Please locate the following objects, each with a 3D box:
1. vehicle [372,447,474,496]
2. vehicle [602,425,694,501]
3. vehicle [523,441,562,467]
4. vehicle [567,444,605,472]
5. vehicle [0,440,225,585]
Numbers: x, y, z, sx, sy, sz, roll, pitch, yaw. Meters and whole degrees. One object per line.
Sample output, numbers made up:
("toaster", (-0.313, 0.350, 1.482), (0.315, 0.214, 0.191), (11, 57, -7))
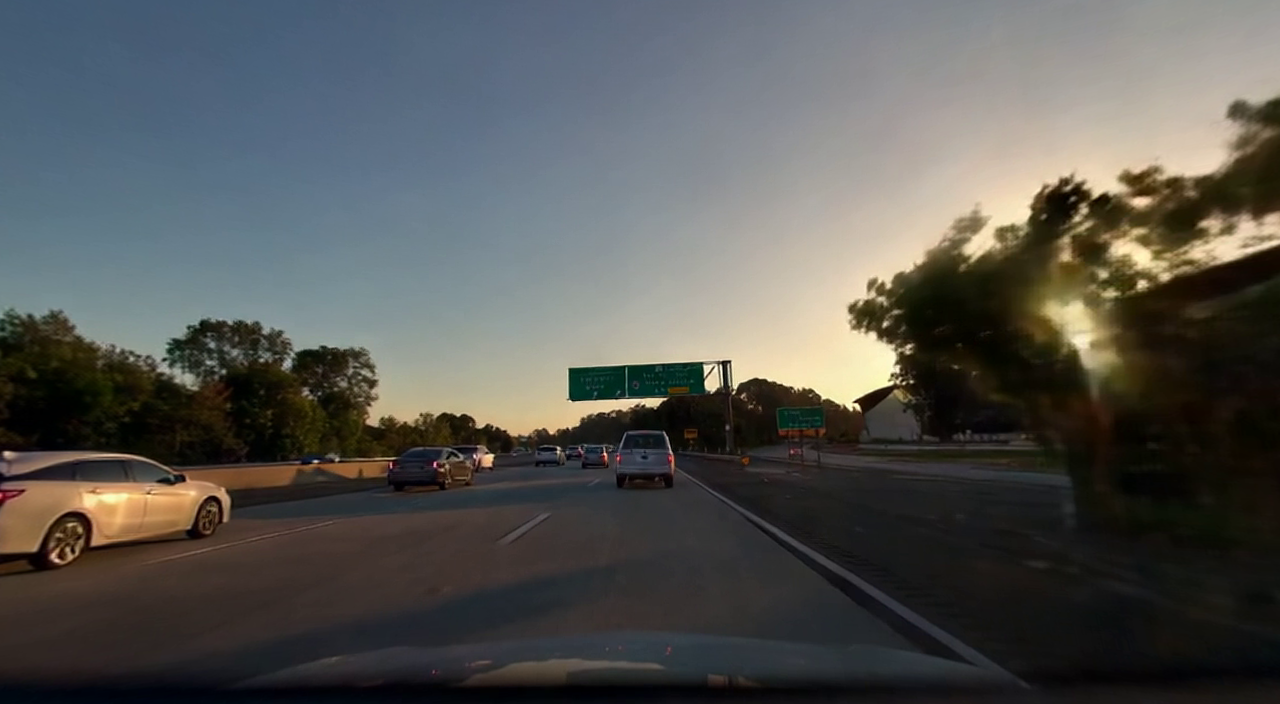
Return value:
("vehicle", (-7.156, 3.962, 21.334), (1.869, 1.466, 4.217), (0, -9, 1))
("vehicle", (0.211, 2.906, 16.803), (2.152, 1.779, 3.924), (0, -9, 1))
("vehicle", (-7.270, 7.658, 47.302), (2.106, 1.816, 4.936), (0, -9, 0))
("vehicle", (-3.248, 6.498, 38.907), (1.952, 1.649, 4.131), (0, -9, 1))
("vehicle", (-7.406, 1.809, 7.587), (1.864, 1.458, 4.295), (0, -9, 0))
